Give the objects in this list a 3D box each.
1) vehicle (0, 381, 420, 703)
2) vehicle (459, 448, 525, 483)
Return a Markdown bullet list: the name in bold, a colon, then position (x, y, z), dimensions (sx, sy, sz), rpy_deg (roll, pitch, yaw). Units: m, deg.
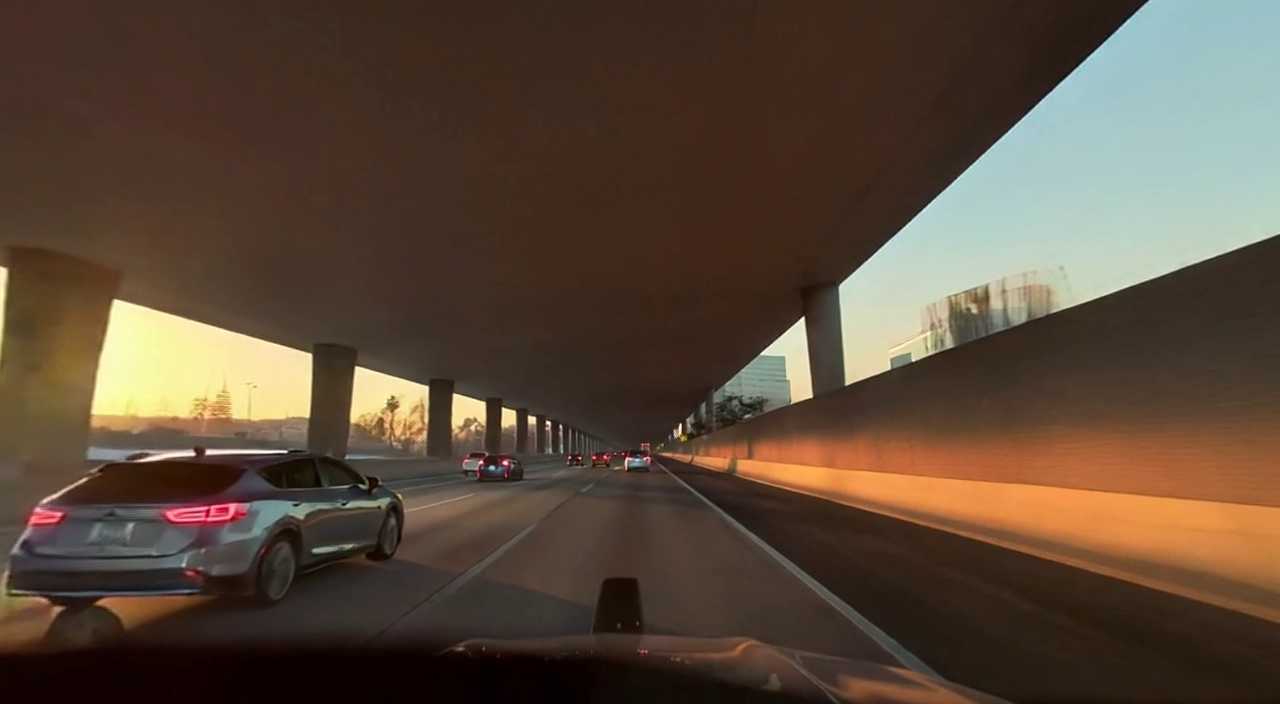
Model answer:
- **vehicle**: position (-3.819, 1.360, 5.550), dimensions (2.059, 1.725, 4.521), rpy_deg (0, -9, 1)
- **vehicle**: position (-7.159, 5.541, 31.011), dimensions (1.998, 1.542, 4.953), rpy_deg (0, -9, 1)
